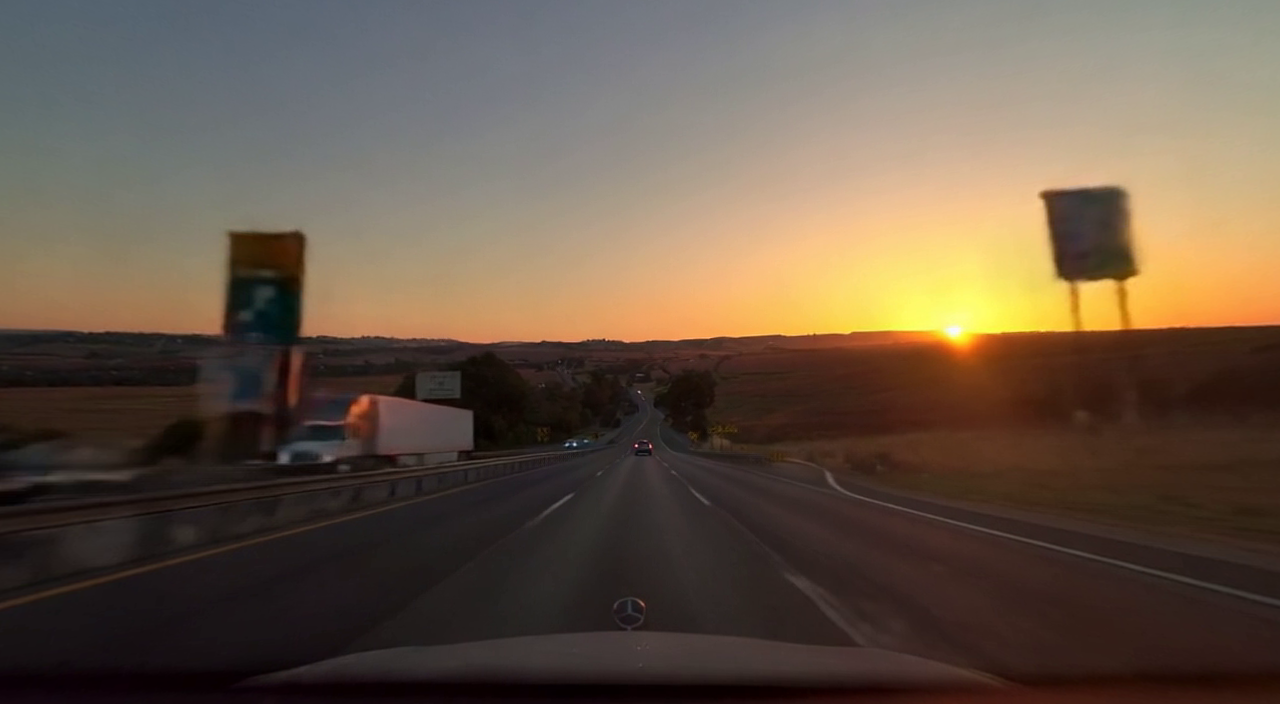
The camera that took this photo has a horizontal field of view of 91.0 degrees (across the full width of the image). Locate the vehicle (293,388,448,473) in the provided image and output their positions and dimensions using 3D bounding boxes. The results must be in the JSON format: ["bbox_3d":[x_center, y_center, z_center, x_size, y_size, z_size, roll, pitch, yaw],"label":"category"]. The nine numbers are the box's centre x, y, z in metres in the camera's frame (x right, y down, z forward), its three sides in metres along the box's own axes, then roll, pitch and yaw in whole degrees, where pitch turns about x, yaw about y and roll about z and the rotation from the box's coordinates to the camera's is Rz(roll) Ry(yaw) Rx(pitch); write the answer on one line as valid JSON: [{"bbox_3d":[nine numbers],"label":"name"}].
[{"bbox_3d":[-15.072,4.784,37.283,2.972,4.061,14.035,0,-8,0],"label":"vehicle"}]
